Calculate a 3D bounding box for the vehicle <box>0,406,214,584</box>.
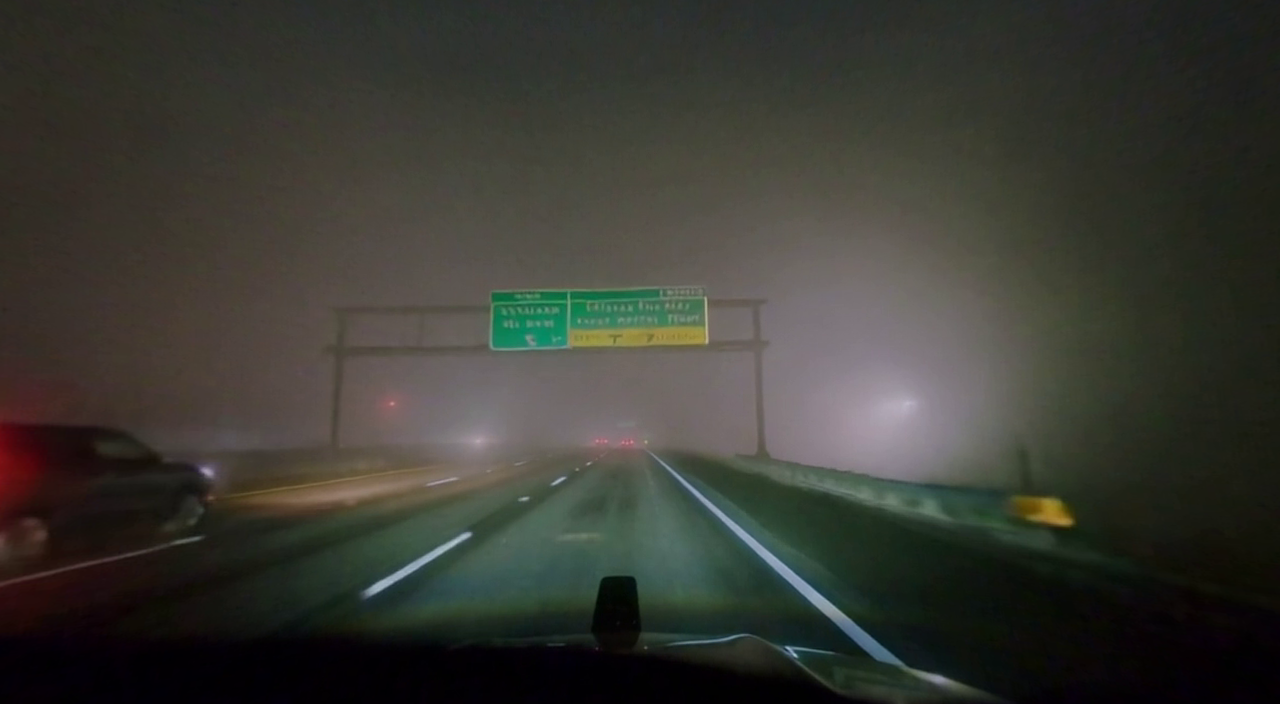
[{"bbox_3d":[-7.068,1.425,6.478,2.111,1.662,4.630,0,-8,-1],"label":"vehicle"}]
